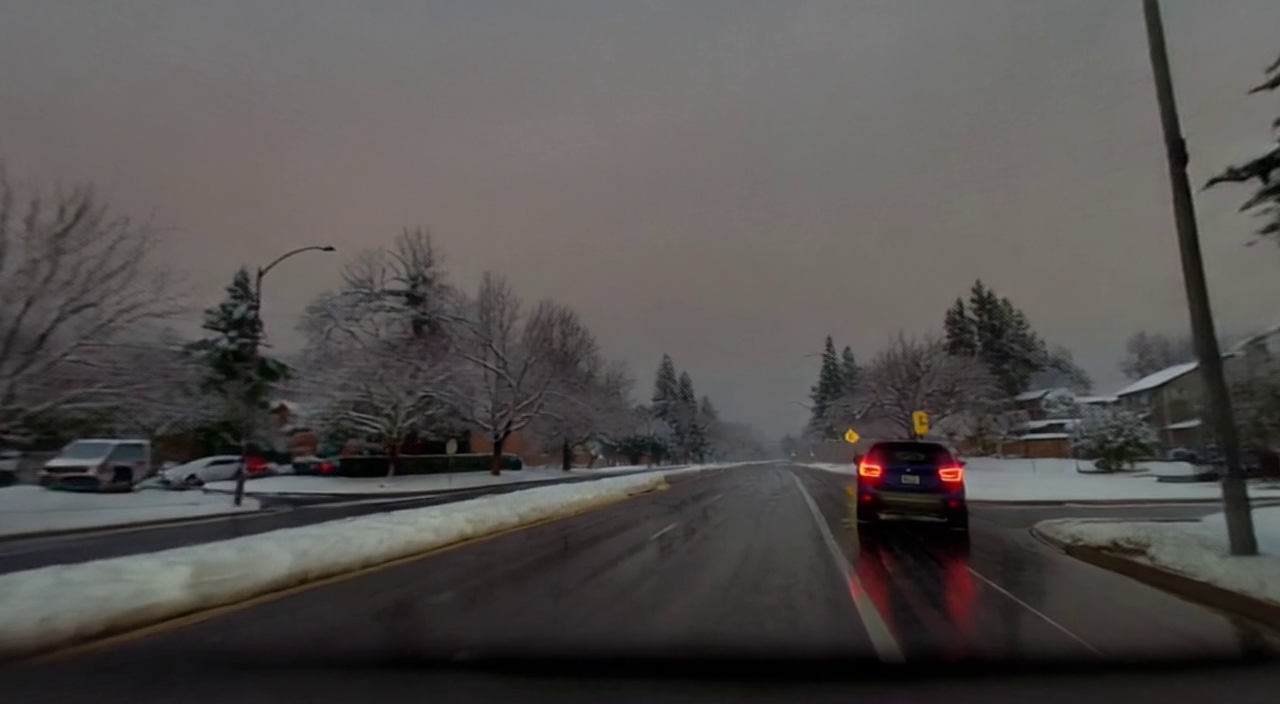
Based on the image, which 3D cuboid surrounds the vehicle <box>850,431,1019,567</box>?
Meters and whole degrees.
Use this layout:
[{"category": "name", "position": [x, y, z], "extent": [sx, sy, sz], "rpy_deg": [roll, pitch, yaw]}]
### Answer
[{"category": "vehicle", "position": [5.169, 2.284, 10.687], "extent": [2.018, 1.733, 4.546], "rpy_deg": [-5, -10, 31]}]

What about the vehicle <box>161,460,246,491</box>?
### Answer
[{"category": "vehicle", "position": [-28.646, 8.117, 41.494], "extent": [1.918, 1.796, 4.703], "rpy_deg": [-1, -9, 6]}]

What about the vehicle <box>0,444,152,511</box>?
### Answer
[{"category": "vehicle", "position": [-25.340, 5.504, 28.073], "extent": [2.329, 2.631, 5.560], "rpy_deg": [-2, -9, 5]}]
